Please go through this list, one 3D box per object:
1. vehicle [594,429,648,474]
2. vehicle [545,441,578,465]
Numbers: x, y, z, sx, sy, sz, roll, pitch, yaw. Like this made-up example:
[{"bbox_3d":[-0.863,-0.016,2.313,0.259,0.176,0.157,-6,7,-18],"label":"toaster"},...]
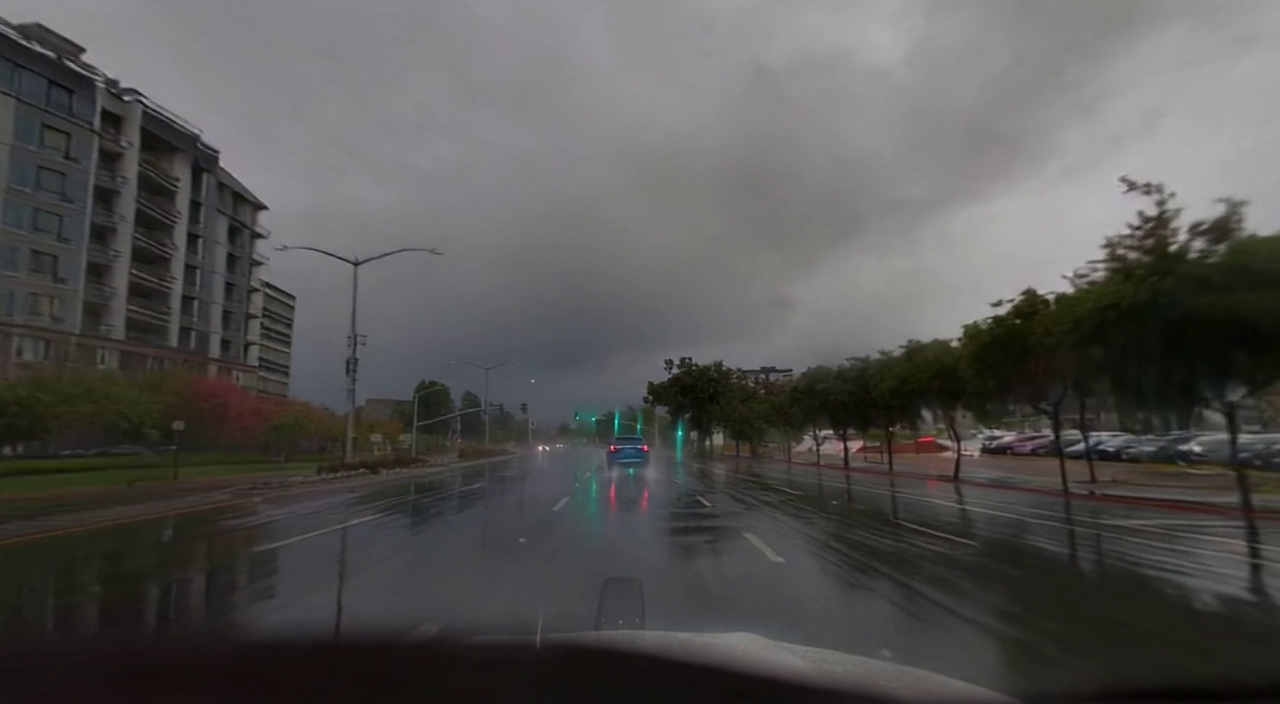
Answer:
[{"bbox_3d":[-0.895,4.500,28.859,2.260,1.872,4.578,0,-8,-3],"label":"vehicle"},{"bbox_3d":[-4.987,6.439,40.530,1.904,1.460,4.300,1,-8,-4],"label":"vehicle"}]
